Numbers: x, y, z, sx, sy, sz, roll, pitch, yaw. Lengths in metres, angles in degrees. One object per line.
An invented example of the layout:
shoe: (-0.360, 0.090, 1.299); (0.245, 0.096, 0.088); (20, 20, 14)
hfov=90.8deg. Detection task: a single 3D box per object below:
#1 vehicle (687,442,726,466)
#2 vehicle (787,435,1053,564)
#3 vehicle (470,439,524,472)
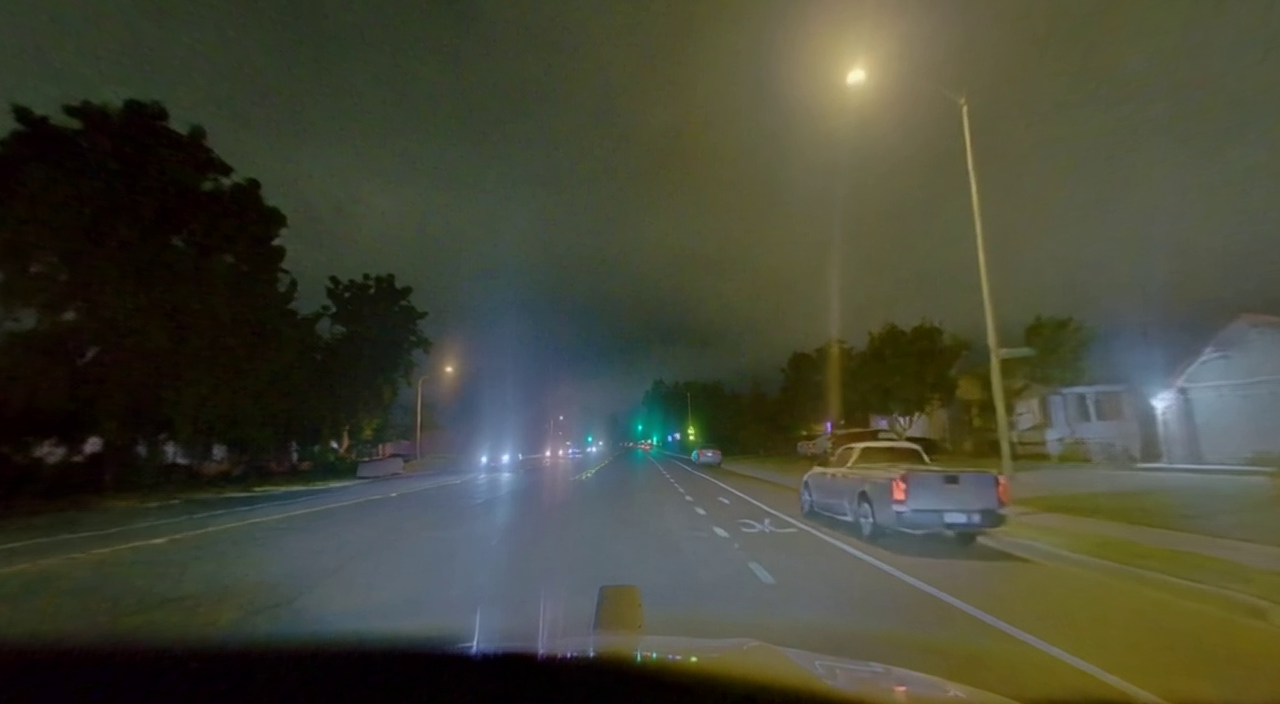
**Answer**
vehicle: (4.240, 6.596, 41.177); (2.011, 1.458, 4.633); (0, -8, -1)
vehicle: (3.853, 2.082, 9.804); (1.991, 1.500, 4.562); (0, -8, 0)
vehicle: (-8.635, 6.244, 38.479); (2.146, 1.869, 4.654); (0, -8, 1)
